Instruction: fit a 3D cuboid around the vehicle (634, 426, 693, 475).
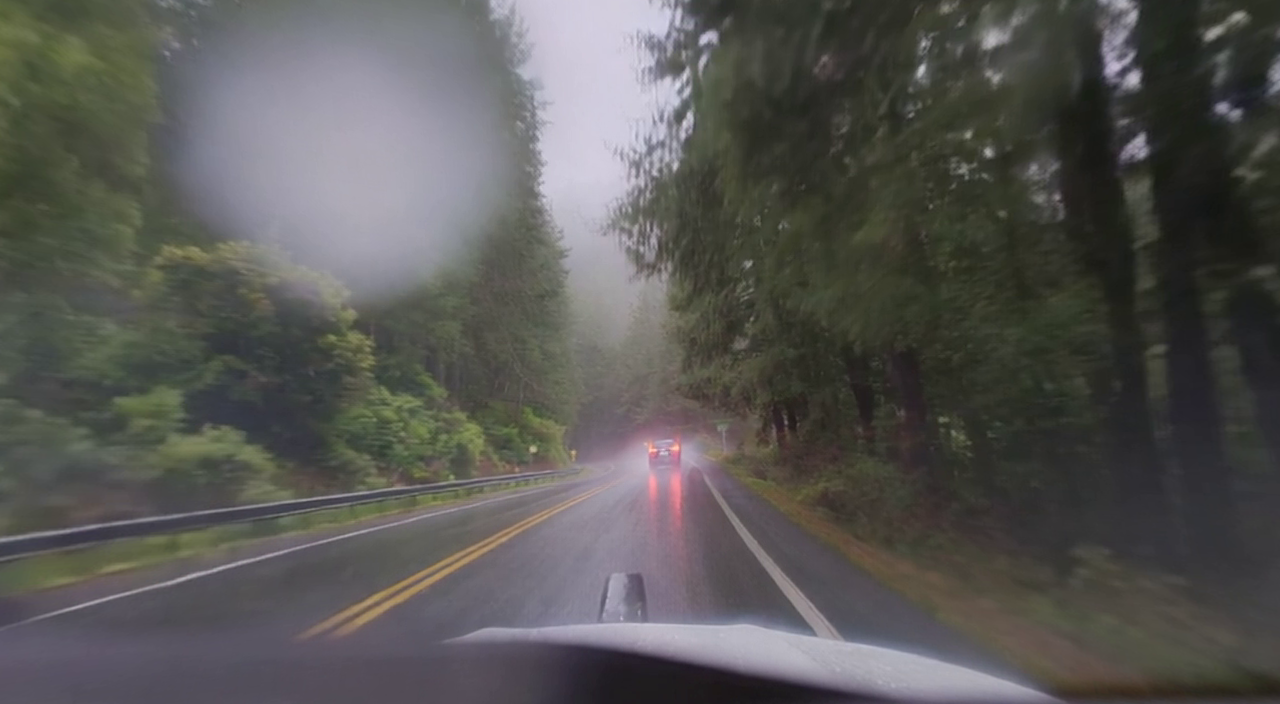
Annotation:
[{"bbox_3d":[1.176,4.903,31.371,2.469,1.953,5.605,-7,-9,2],"label":"vehicle"}]
